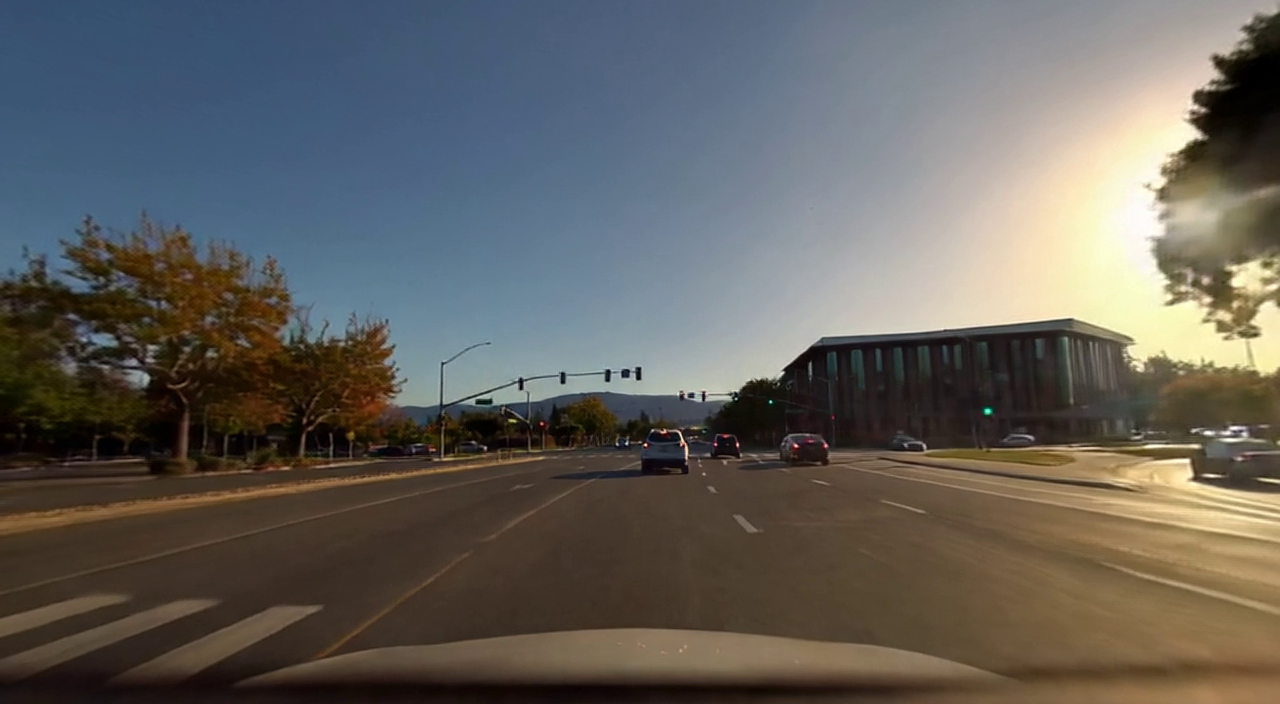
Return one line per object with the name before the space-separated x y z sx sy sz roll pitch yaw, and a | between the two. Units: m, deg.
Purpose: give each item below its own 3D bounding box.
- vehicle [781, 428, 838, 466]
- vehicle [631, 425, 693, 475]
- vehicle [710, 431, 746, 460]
vehicle | 8.731 4.974 32.948 2.074 1.791 4.393 -1 -9 5
vehicle | 0.925 3.883 24.988 2.211 1.795 4.179 -1 -9 4
vehicle | 5.809 6.192 41.590 2.188 1.774 4.646 -1 -9 8
